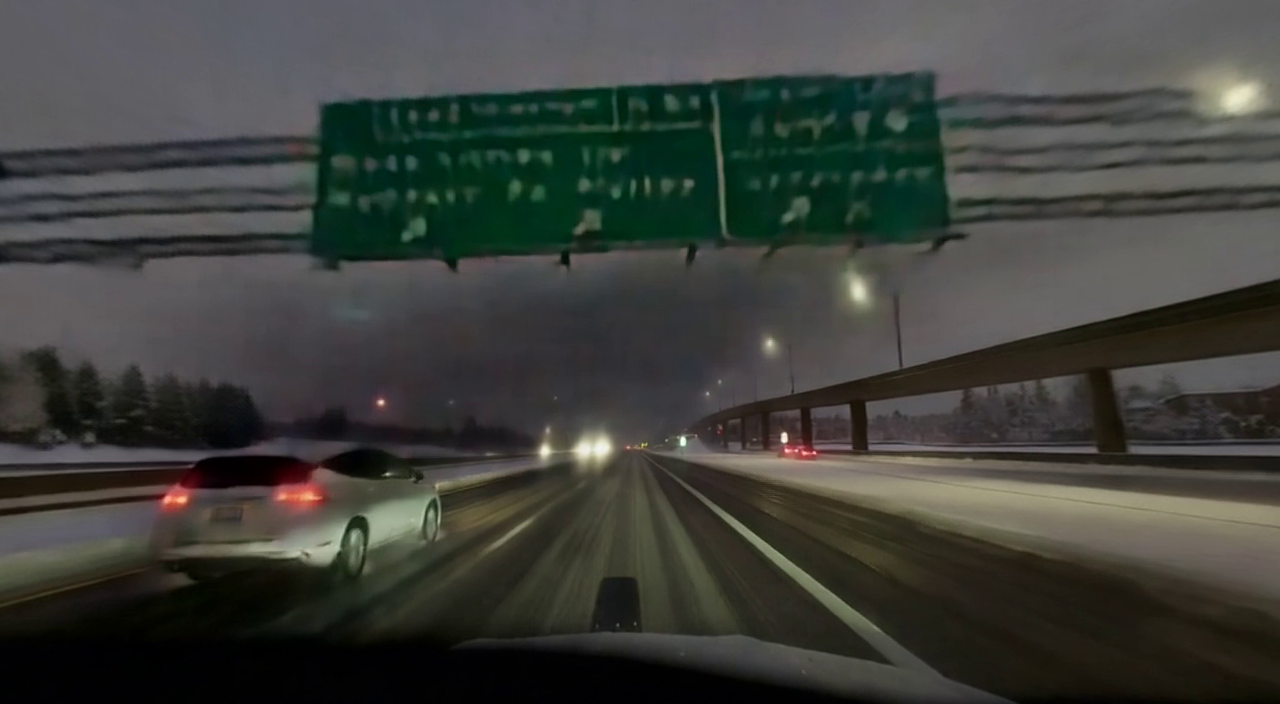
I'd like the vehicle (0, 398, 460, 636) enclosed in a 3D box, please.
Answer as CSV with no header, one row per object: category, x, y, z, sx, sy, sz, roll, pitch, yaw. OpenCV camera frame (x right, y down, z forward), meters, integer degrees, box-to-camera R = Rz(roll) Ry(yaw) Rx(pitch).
vehicle,-3.650,1.509,6.788,2.178,1.699,4.321,0,-8,0
